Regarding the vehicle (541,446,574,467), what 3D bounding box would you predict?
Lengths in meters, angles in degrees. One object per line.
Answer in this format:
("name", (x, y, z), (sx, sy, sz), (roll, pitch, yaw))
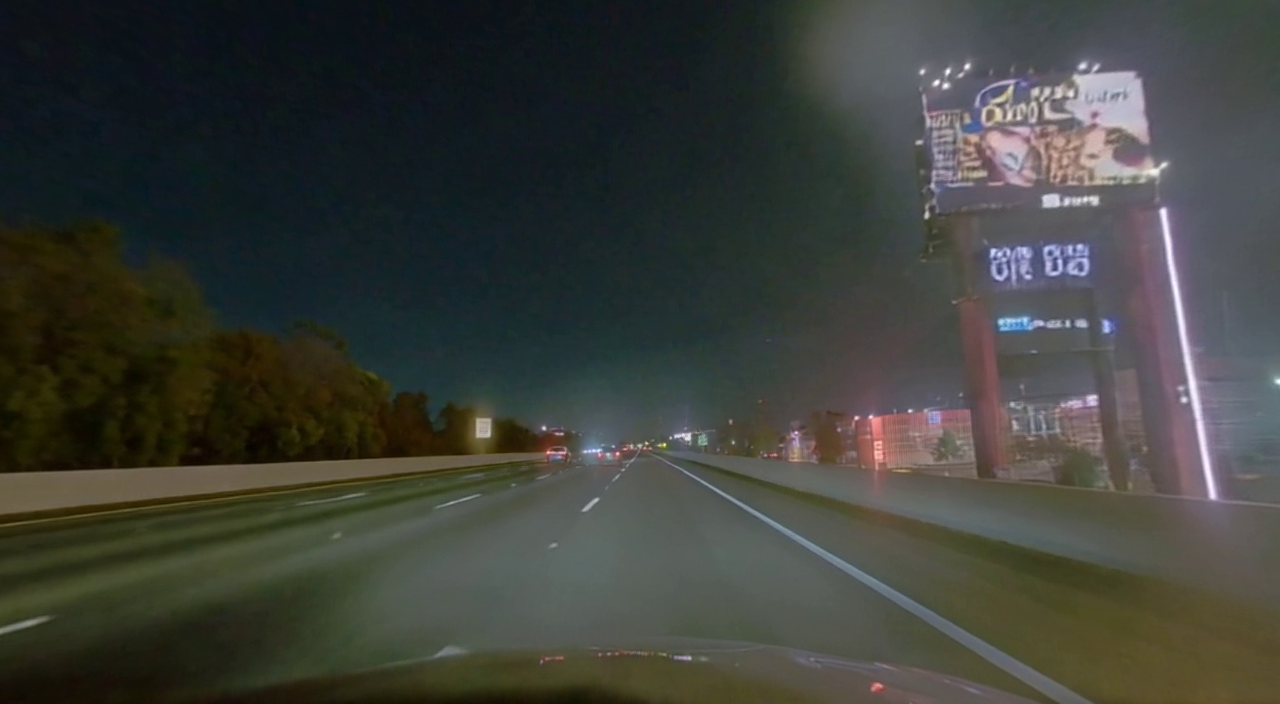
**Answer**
("vehicle", (-6.285, 7.991, 48.422), (1.936, 1.462, 4.388), (-1, -8, 1))
